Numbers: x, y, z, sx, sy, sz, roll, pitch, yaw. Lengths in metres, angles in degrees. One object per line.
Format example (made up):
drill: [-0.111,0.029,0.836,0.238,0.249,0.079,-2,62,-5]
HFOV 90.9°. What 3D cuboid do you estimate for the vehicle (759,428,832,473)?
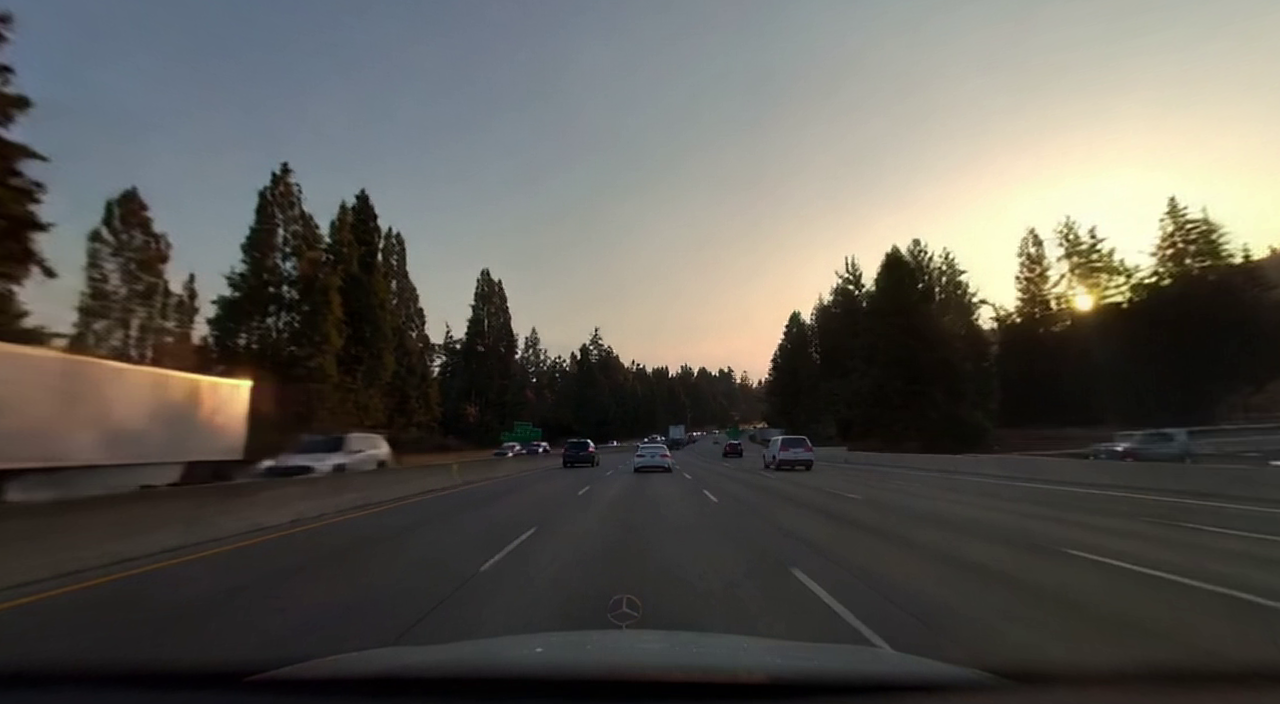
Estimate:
vehicle: [7.238,4.632,29.905,2.094,1.916,5.099,0,-8,0]

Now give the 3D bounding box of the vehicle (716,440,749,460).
vehicle: [7.189,7.670,49.416,1.894,1.511,4.148,0,-8,-1]

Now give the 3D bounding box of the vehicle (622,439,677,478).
vehicle: [0.366,4.314,25.867,2.071,1.464,4.162,0,-8,0]

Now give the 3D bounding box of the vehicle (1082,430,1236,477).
vehicle: [20.257,3.980,24.954,1.912,1.652,4.601,0,-8,-5]

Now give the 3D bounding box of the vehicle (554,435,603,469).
vehicle: [-3.290,5.425,34.380,2.140,1.720,4.410,0,-8,1]

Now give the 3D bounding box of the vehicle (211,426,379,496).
vehicle: [-9.284,2.968,17.568,1.969,1.668,4.739,0,-8,0]

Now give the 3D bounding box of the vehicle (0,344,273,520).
vehicle: [-16.323,2.538,19.177,2.834,4.050,12.376,0,-8,0]
